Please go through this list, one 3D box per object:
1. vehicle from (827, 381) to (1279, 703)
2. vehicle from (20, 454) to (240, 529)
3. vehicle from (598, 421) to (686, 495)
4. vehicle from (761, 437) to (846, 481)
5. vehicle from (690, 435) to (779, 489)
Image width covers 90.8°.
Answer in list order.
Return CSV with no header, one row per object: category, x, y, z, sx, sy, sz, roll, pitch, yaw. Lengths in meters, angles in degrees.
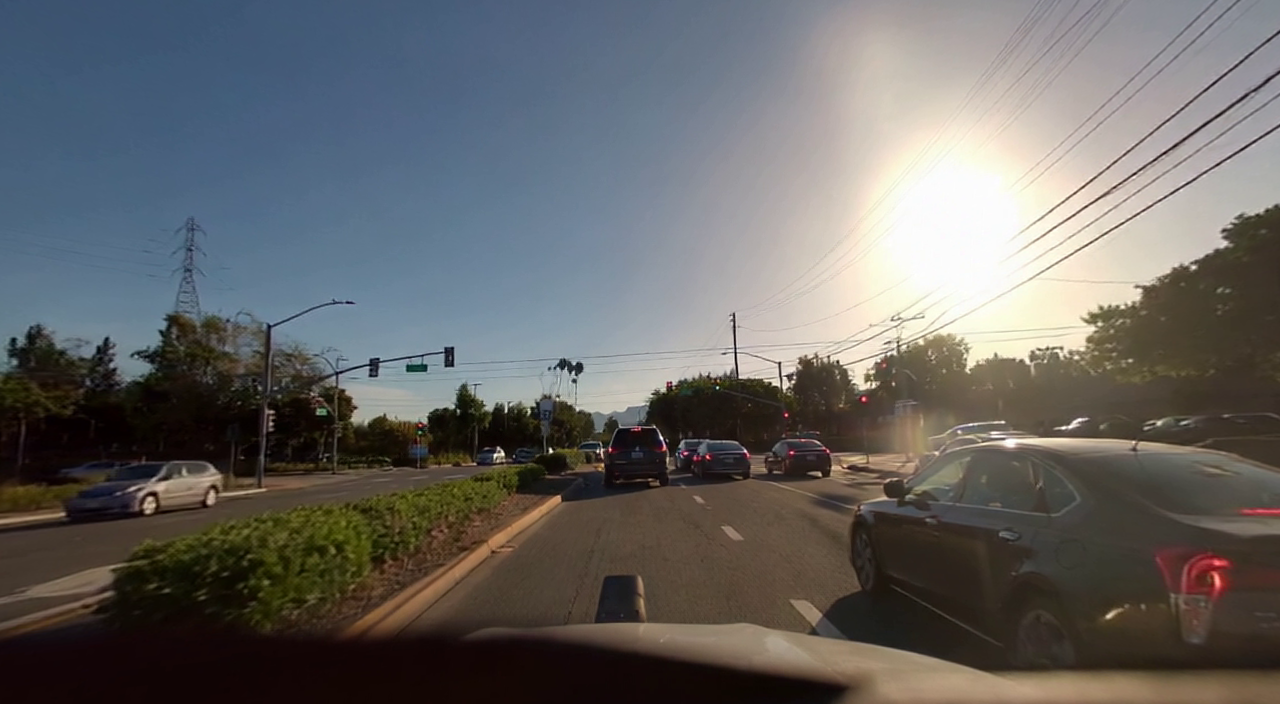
vehicle,2.756,1.084,3.572,2.004,1.460,4.297,0,-9,-1
vehicle,-12.175,3.310,15.595,1.952,1.475,4.442,0,-9,-4
vehicle,0.029,3.054,18.559,2.236,1.856,4.816,0,-9,0
vehicle,5.902,3.918,23.391,1.926,1.472,4.449,0,-9,-1
vehicle,2.800,3.398,19.803,2.025,1.477,4.333,0,-9,-1
